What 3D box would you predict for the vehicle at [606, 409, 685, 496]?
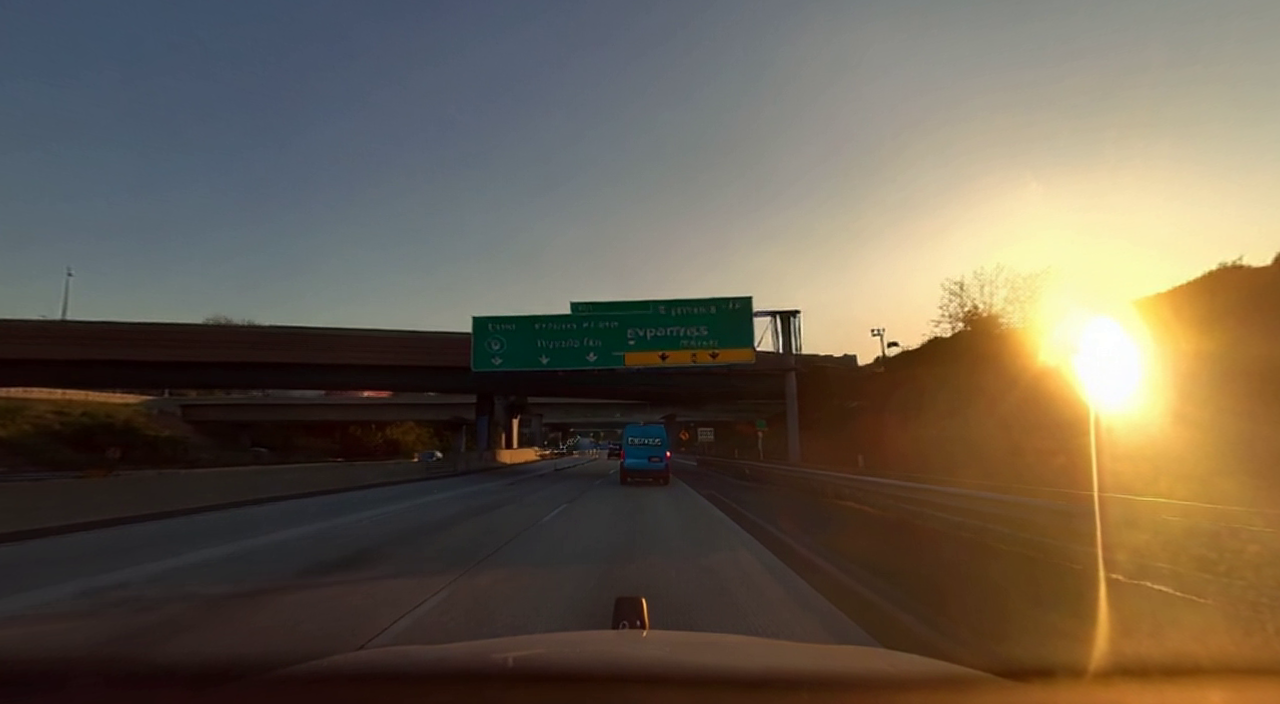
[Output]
[{"bbox_3d":[0.068,3.399,21.484,2.332,2.558,5.314,0,-9,-2],"label":"vehicle"}]
